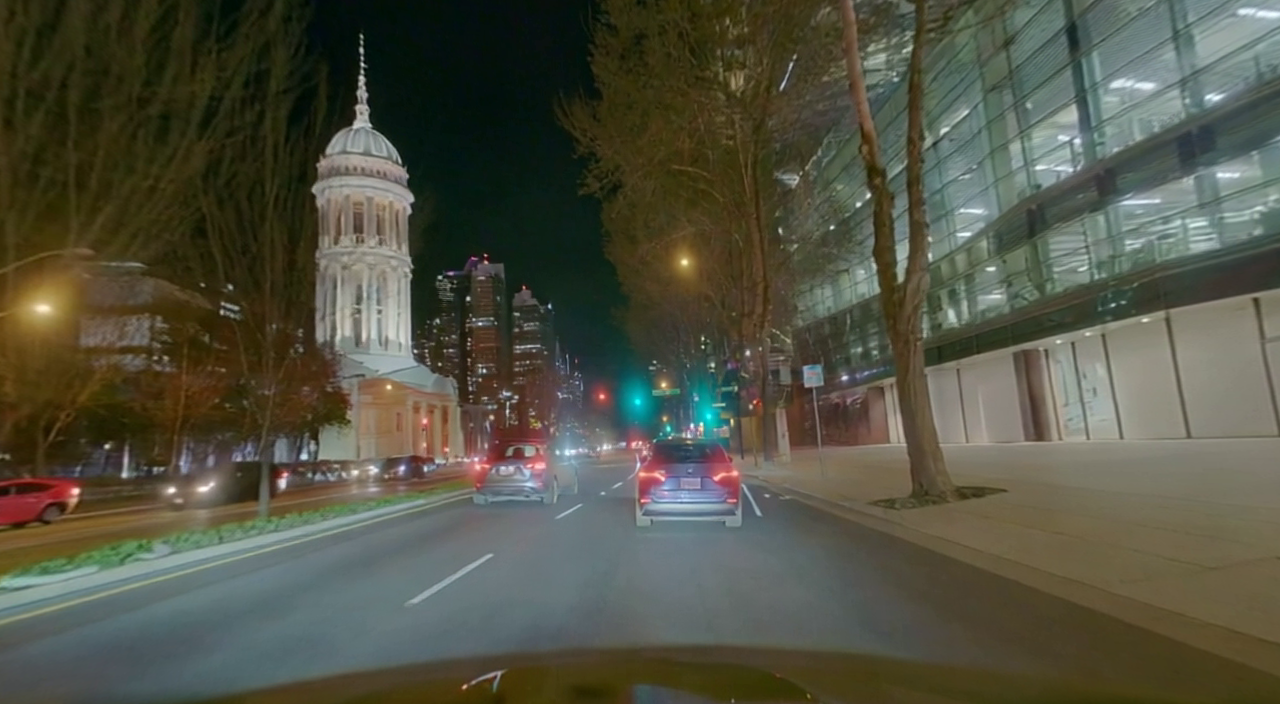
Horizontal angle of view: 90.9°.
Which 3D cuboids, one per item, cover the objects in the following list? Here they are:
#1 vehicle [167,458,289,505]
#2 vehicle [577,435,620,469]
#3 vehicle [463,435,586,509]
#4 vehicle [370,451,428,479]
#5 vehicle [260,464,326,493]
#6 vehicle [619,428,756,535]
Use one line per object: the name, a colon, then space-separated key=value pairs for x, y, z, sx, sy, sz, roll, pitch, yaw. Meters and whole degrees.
vehicle: x=-16.945 y=5.317 z=26.267 sx=2.075 sy=1.700 sz=4.405 roll=0 pitch=-9 yaw=0
vehicle: x=-2.240 y=5.540 z=35.133 sx=1.969 sy=1.764 sz=4.160 roll=0 pitch=-9 yaw=2
vehicle: x=-2.592 y=2.805 z=15.253 sx=1.961 sy=1.517 sz=4.202 roll=0 pitch=-9 yaw=3
vehicle: x=-16.656 y=7.790 z=43.846 sx=2.024 sy=1.782 sz=4.827 roll=0 pitch=-9 yaw=1
vehicle: x=-23.283 y=8.473 z=42.508 sx=2.003 sy=1.747 sz=4.505 roll=0 pitch=-9 yaw=-2
vehicle: x=0.736 y=2.134 z=10.936 sx=1.933 sy=1.504 sz=3.802 roll=0 pitch=-9 yaw=2
